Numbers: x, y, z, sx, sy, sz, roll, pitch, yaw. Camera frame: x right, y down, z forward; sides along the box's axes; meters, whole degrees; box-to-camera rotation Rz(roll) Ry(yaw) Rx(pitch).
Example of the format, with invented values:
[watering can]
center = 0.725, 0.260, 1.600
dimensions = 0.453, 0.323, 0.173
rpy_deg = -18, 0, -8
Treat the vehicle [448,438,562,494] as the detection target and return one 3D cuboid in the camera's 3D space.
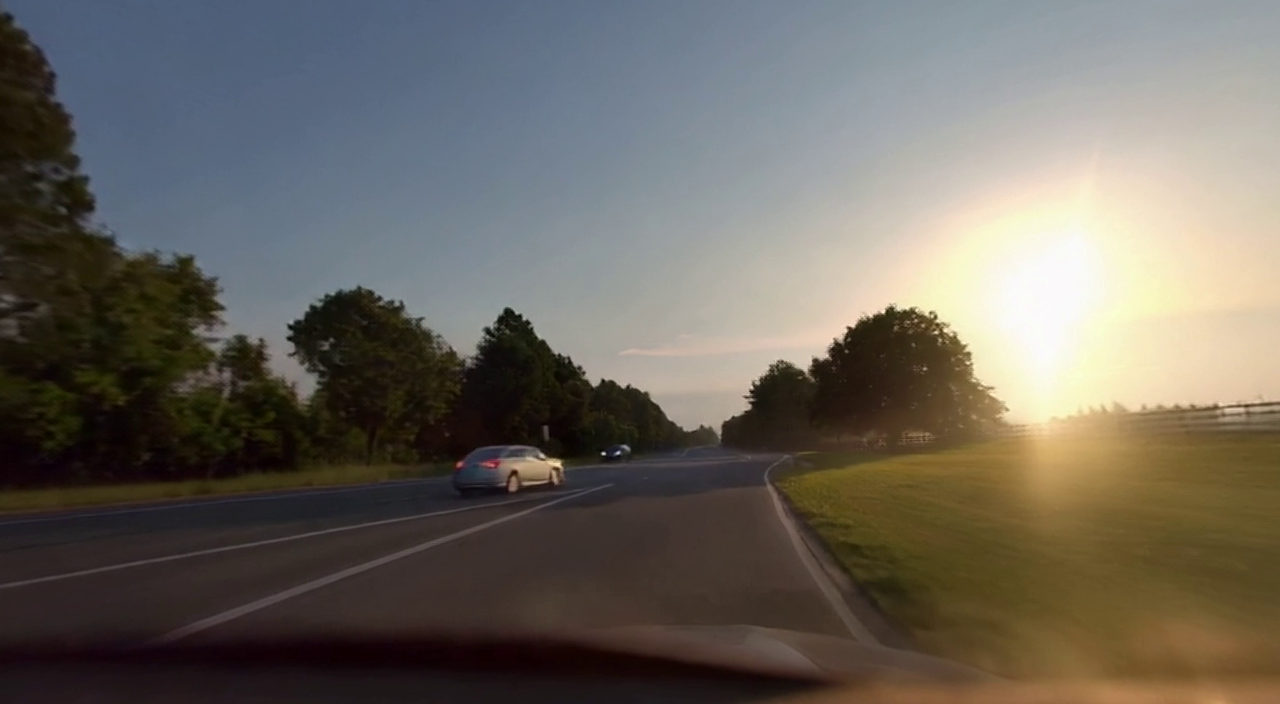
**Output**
[vehicle]
center = -4.388, 3.764, 21.058
dimensions = 2.106, 1.679, 3.908
rpy_deg = -3, -9, 16
